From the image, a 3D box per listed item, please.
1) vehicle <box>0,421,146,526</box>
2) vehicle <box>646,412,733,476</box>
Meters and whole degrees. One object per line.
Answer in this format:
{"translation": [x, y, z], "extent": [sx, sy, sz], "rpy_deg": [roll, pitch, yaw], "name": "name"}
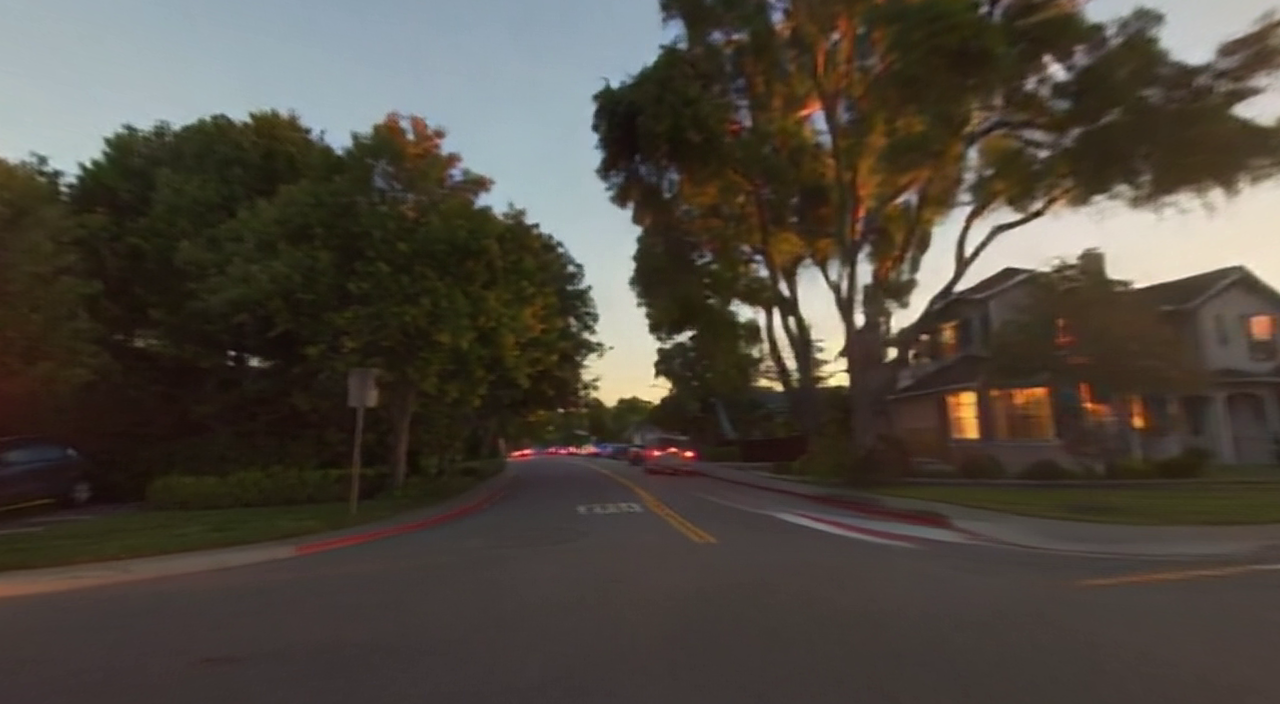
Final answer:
{"translation": [-13.195, 2.403, 12.830], "extent": [2.286, 1.915, 5.980], "rpy_deg": [2, -8, -10], "name": "vehicle"}
{"translation": [2.506, 4.862, 34.213], "extent": [2.718, 3.089, 6.380], "rpy_deg": [1, -7, -15], "name": "vehicle"}
